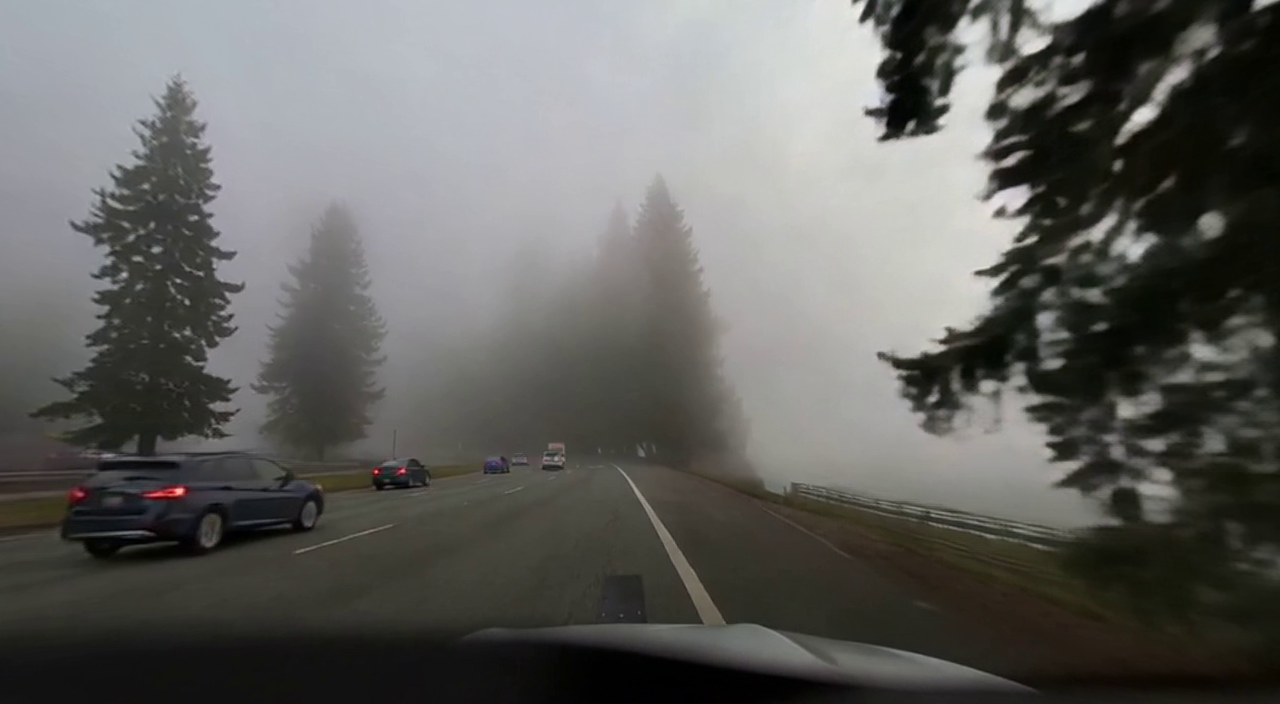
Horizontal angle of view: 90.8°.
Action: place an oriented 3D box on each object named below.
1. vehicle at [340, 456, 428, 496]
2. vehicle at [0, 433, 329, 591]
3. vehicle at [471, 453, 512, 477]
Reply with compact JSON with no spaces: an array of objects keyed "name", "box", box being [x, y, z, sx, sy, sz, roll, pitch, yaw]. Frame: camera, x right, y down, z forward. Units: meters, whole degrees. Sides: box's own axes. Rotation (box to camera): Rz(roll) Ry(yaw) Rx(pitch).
[{"name":"vehicle","box":[-10.839,5.241,27.118,1.781,1.476,4.513,0,-8,2]},{"name":"vehicle","box":[-7.068,2.134,9.470,2.210,1.737,4.649,-1,-8,3]},{"name":"vehicle","box":[-10.800,8.242,46.209,1.886,1.535,4.742,0,-8,-1]}]
